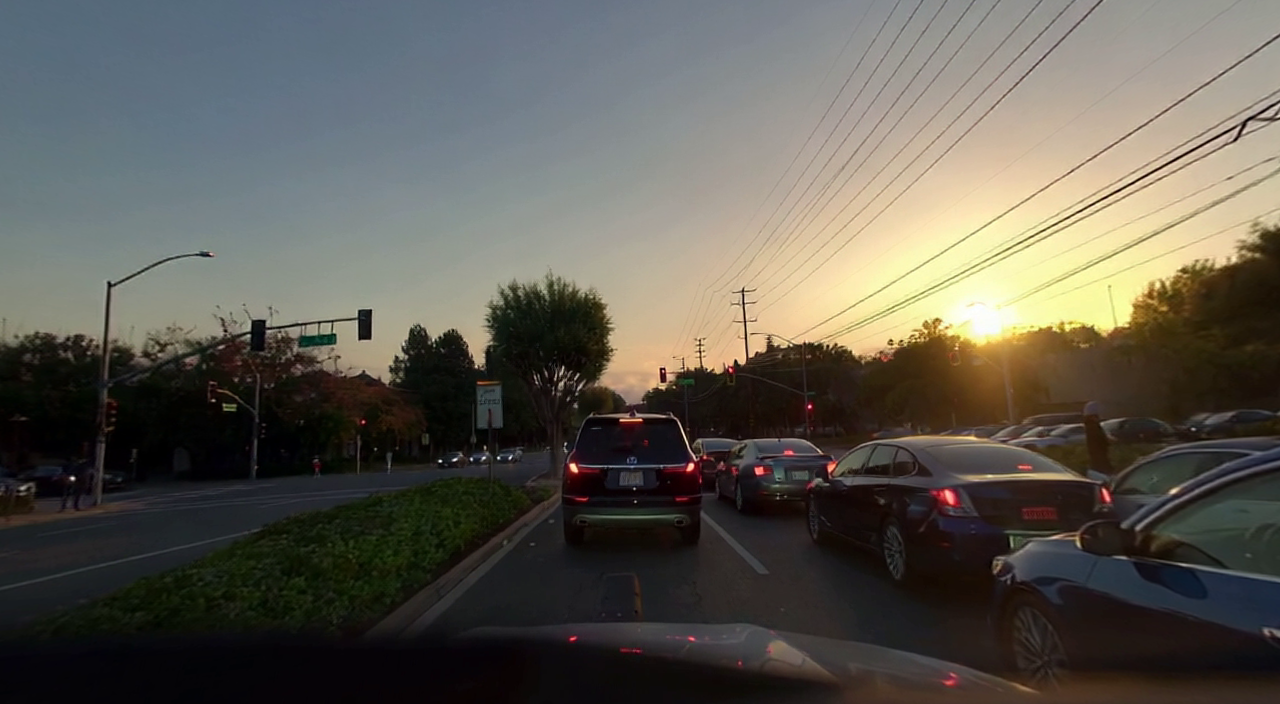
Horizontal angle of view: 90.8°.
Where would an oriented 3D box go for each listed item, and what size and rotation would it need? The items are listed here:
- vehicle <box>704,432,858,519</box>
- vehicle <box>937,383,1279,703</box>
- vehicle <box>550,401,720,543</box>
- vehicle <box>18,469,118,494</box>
[{"bbox_3d":[2.657,2.454,13.088,2.025,1.477,4.333,0,-9,-2],"label":"vehicle"},{"bbox_3d":[2.730,0.776,1.419,2.004,1.460,4.297,0,-9,0],"label":"vehicle"},{"bbox_3d":[-0.121,1.950,10.843,2.236,1.856,4.816,0,-9,-1],"label":"vehicle"},{"bbox_3d":[-38.323,8.679,42.411,4.569,1.505,1.992,1,-9,-5],"label":"vehicle"}]
